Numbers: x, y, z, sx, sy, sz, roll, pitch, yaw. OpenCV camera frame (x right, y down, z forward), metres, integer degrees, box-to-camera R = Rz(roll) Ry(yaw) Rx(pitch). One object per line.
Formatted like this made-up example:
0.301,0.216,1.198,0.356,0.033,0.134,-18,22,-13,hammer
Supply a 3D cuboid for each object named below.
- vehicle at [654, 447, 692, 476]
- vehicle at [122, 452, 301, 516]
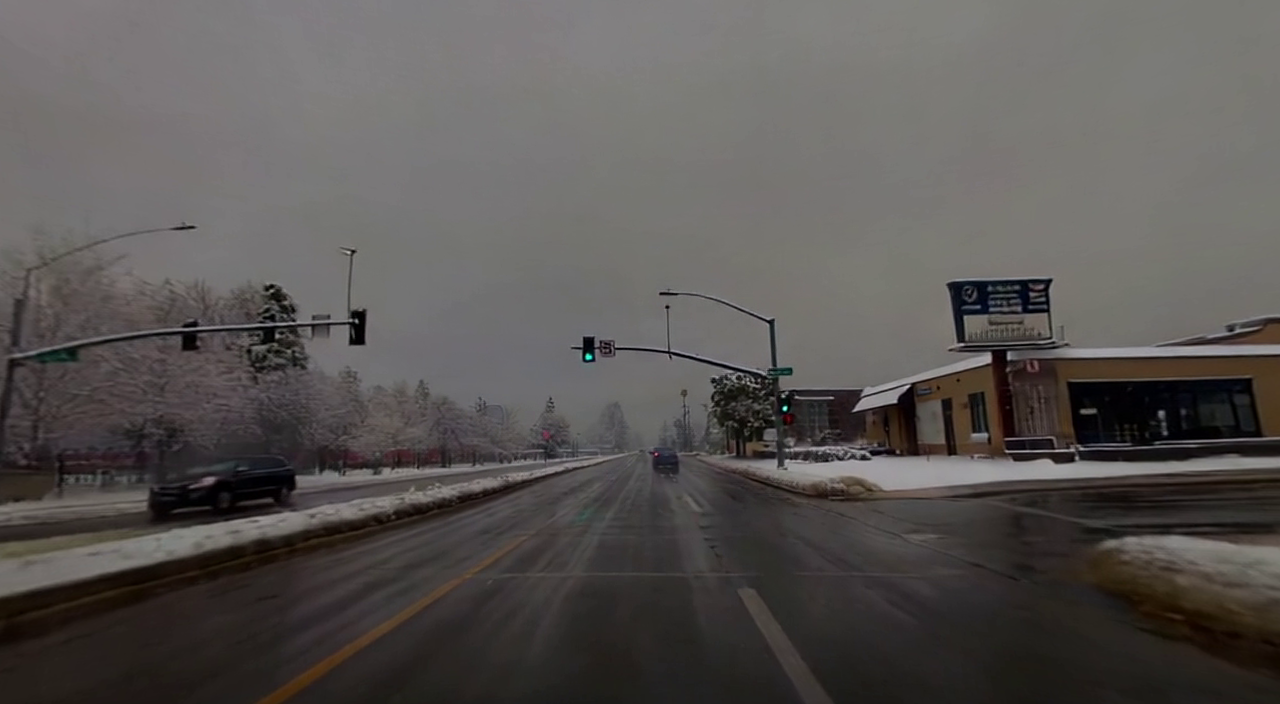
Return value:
1.918,6.534,37.987,1.969,1.555,4.431,0,-8,0,vehicle
-11.492,3.527,17.369,2.033,1.494,4.048,0,-8,1,vehicle
